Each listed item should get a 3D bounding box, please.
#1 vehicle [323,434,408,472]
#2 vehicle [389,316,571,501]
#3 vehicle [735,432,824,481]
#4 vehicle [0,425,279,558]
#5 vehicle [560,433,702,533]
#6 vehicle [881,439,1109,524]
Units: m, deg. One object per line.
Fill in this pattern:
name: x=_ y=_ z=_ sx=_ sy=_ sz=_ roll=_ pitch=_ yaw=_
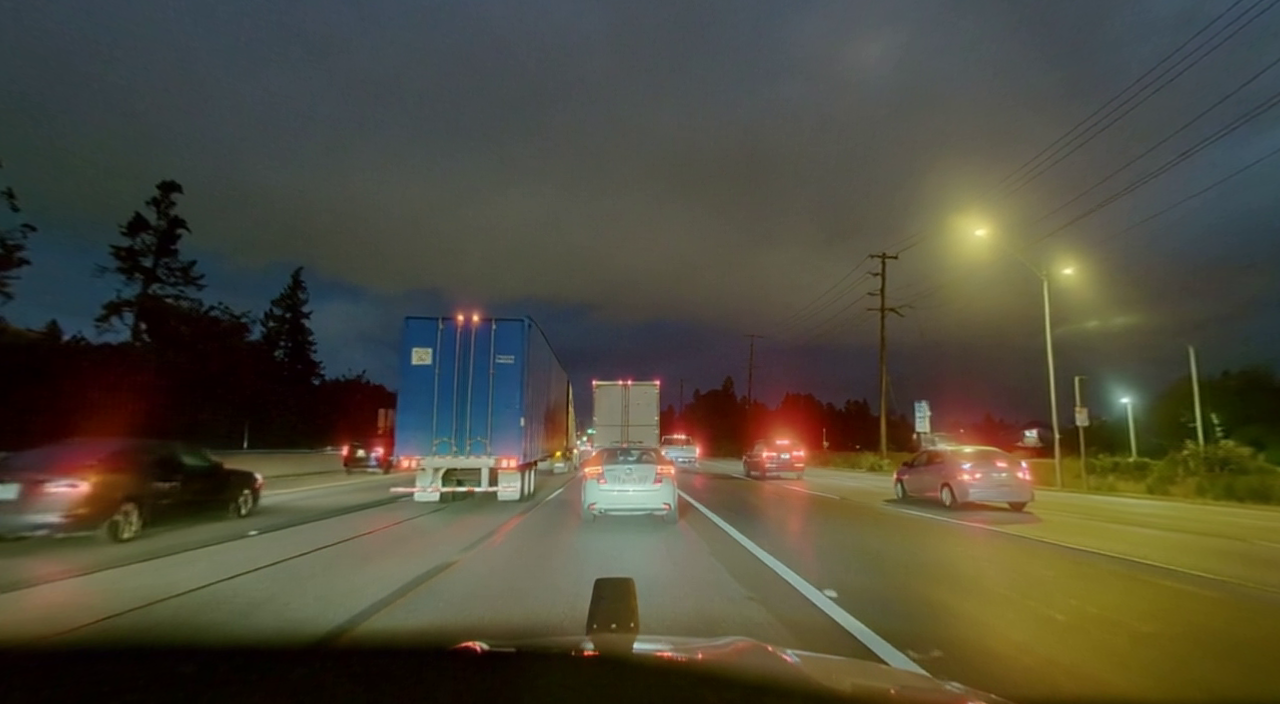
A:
vehicle: x=-12.981 y=4.815 z=30.262 sx=2.148 sy=1.678 sz=4.851 roll=0 pitch=-9 yaw=-3
vehicle: x=-4.660 y=2.655 z=23.663 sx=3.150 sy=4.298 sz=17.928 roll=1 pitch=-9 yaw=-3
vehicle: x=5.181 y=3.953 z=24.016 sx=2.023 sy=1.676 sz=4.002 roll=1 pitch=-9 yaw=-7
vehicle: x=-7.887 y=1.955 z=9.633 sx=2.016 sy=1.503 sz=4.785 roll=0 pitch=-9 yaw=-1
vehicle: x=-0.228 y=2.269 z=11.512 sx=2.112 sy=1.463 sz=4.012 roll=0 pitch=-9 yaw=-3
vehicle: x=6.842 y=2.502 z=12.817 sx=1.878 sy=1.406 sz=4.164 roll=1 pitch=-9 yaw=-6
